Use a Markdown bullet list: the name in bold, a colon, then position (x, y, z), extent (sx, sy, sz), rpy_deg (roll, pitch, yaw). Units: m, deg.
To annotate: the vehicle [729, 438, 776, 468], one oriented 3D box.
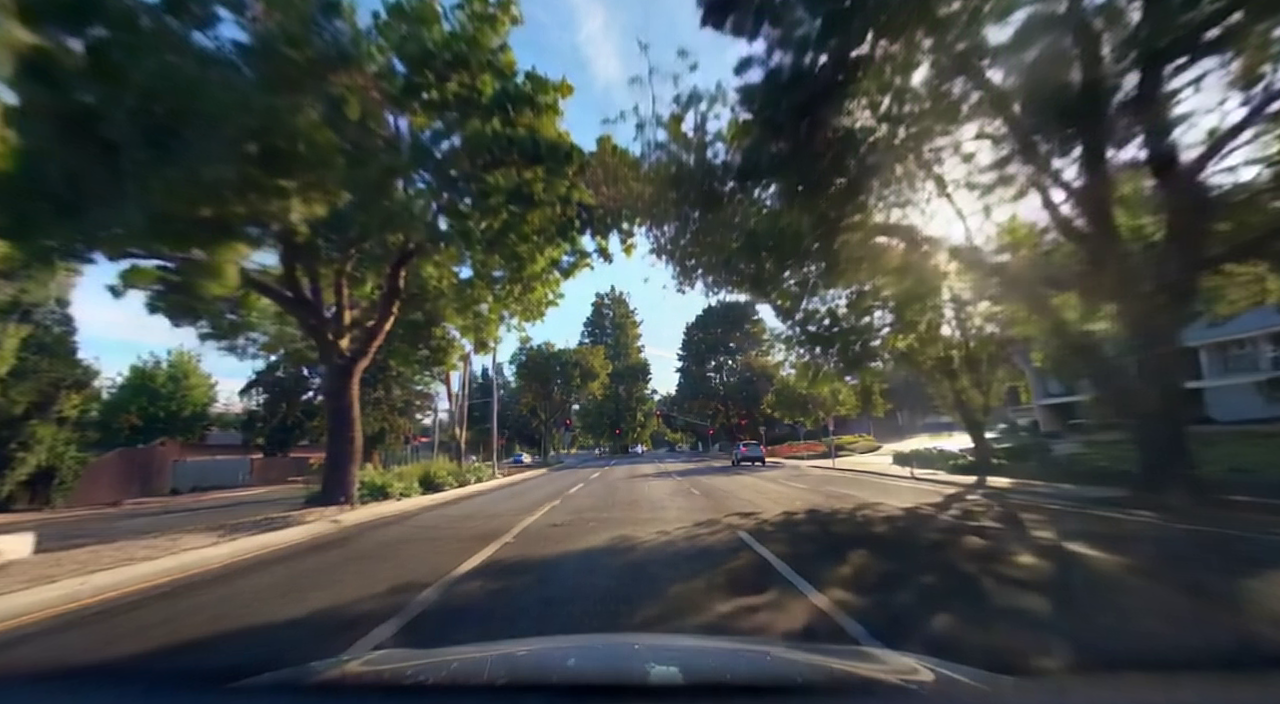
- **vehicle**: position (6.822, 6.230, 38.906), extent (2.011, 1.710, 4.357), rpy_deg (0, -9, -1)
